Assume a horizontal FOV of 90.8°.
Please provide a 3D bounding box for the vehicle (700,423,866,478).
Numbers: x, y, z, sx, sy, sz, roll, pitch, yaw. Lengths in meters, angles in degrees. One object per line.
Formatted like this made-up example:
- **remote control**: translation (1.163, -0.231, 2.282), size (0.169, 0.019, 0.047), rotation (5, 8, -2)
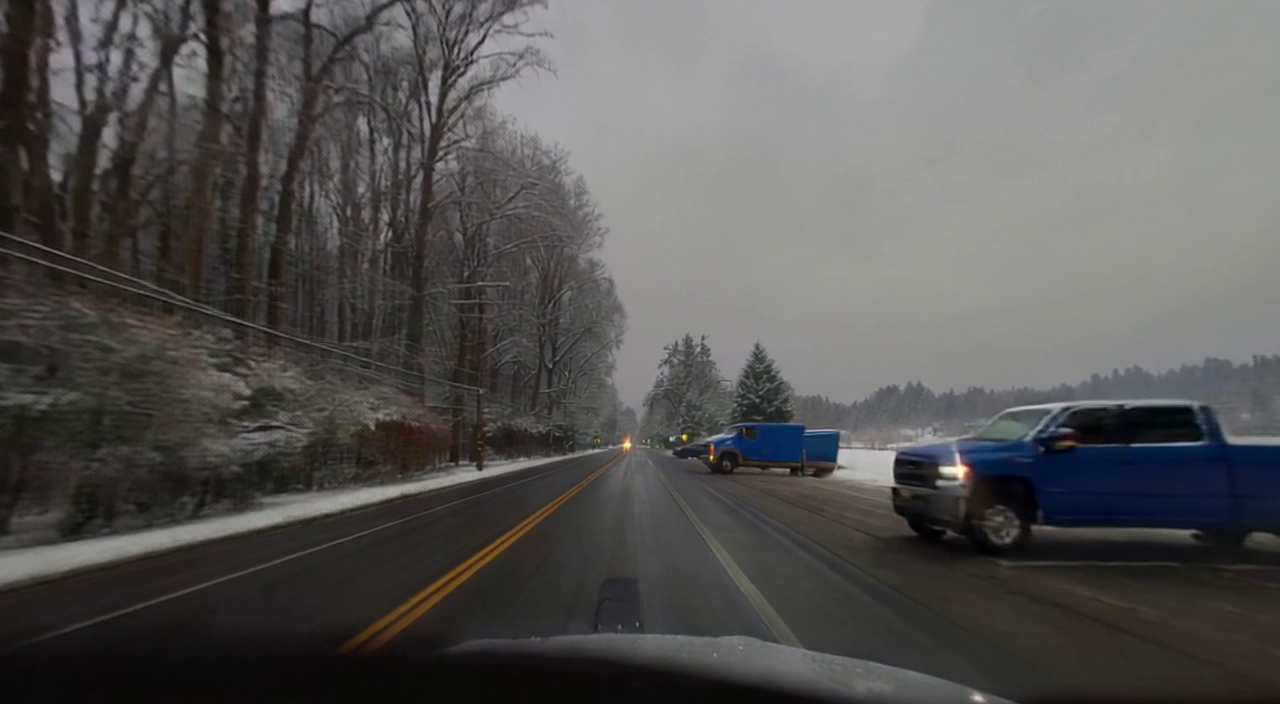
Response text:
- **vehicle**: translation (6.213, 4.389, 28.223), size (6.645, 2.298, 2.763), rotation (0, -9, -3)

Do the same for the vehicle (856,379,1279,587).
- **vehicle**: translation (6.009, 1.492, 7.700), size (5.797, 2.070, 2.502), rotation (0, -8, -1)
